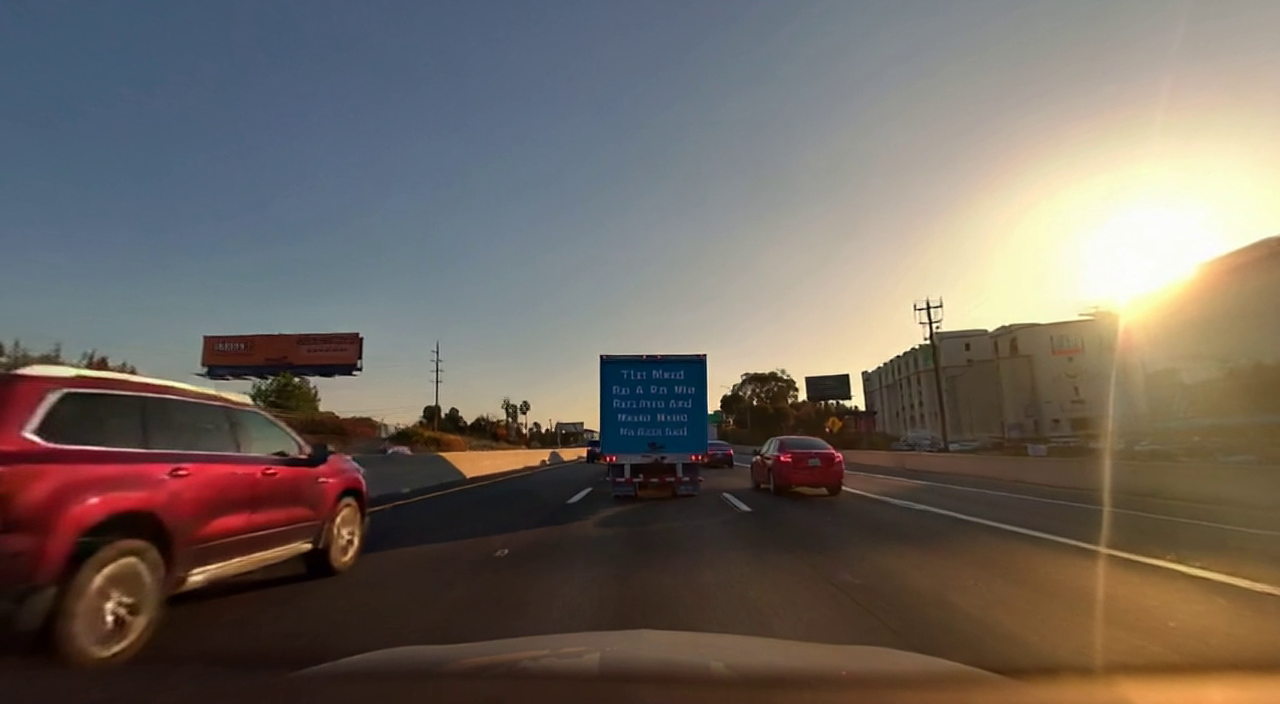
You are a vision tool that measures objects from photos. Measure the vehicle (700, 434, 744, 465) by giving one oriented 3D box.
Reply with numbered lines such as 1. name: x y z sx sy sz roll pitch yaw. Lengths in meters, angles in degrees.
1. vehicle: 4.841 5.822 37.901 2.066 1.692 4.339 0 -8 0

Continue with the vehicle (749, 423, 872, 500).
1. vehicle: 4.222 2.769 16.403 1.986 1.718 4.296 0 -8 0

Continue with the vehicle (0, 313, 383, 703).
1. vehicle: -3.482 0.944 3.618 2.133 1.808 4.349 0 -8 0

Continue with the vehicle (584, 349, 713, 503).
1. vehicle: 0.288 2.178 17.850 2.733 3.296 8.571 0 -8 2
